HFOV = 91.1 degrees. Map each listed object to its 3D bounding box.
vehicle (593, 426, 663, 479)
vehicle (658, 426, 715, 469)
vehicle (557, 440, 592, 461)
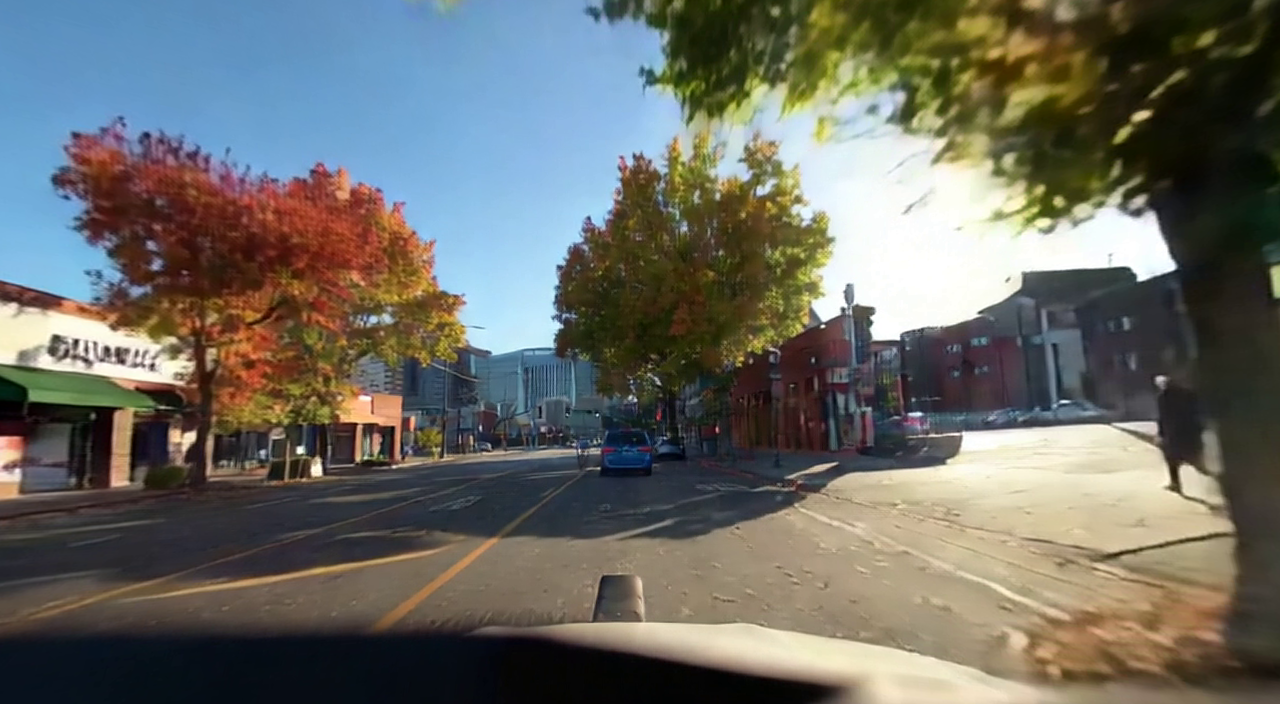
[{"bbox_3d":[-0.460,3.578,22.772,2.274,1.736,4.083,0,-8,-2],"label":"vehicle"},{"bbox_3d":[2.204,4.712,31.282,2.147,1.968,4.478,1,-8,-5],"label":"vehicle"},{"bbox_3d":[-4.632,6.975,44.816,2.096,1.415,4.515,0,-8,-1],"label":"vehicle"}]
